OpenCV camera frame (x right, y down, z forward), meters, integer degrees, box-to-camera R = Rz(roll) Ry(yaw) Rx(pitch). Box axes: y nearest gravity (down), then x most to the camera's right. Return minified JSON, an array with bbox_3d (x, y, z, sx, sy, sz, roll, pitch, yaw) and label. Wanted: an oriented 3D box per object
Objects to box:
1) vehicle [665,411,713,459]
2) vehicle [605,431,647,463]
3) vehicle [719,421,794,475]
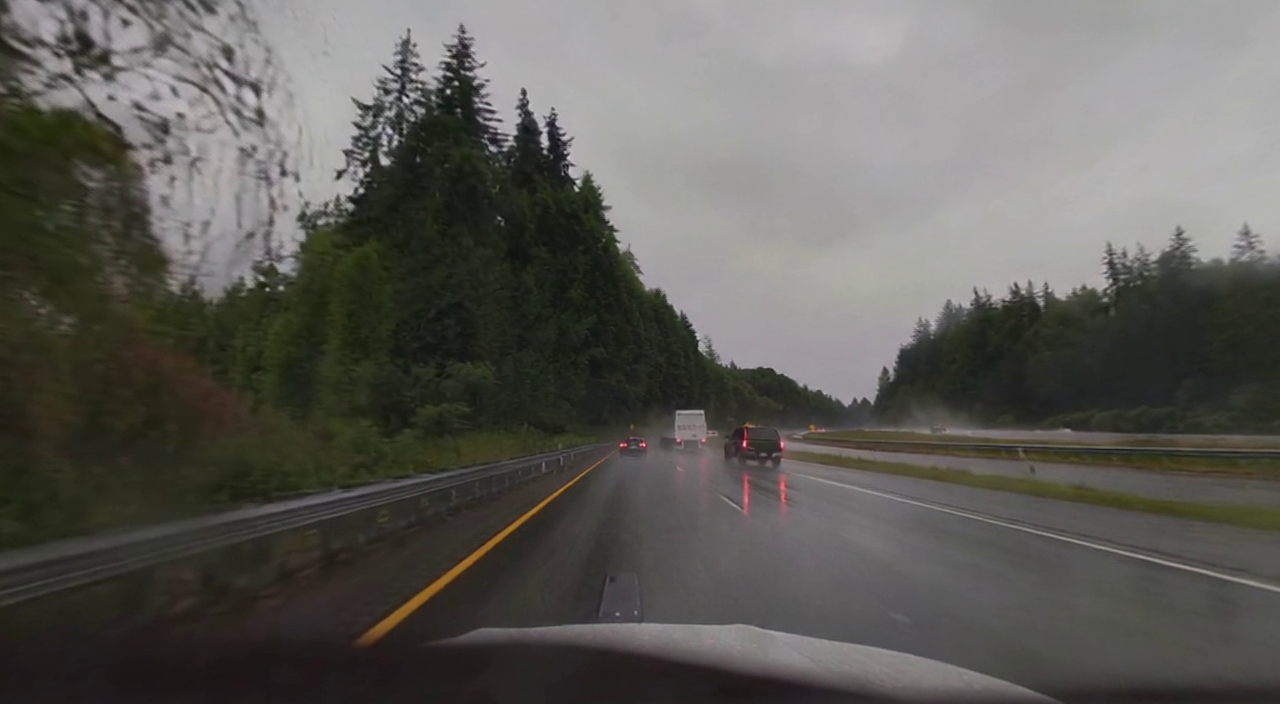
[{"bbox_3d":[3.256,5.787,43.871,2.728,3.053,7.708,0,-8,0],"label":"vehicle"},{"bbox_3d":[-0.769,5.288,35.339,2.206,1.681,4.111,0,-8,-1],"label":"vehicle"},{"bbox_3d":[4.458,3.741,24.867,2.073,1.905,4.023,0,-8,-2],"label":"vehicle"}]
